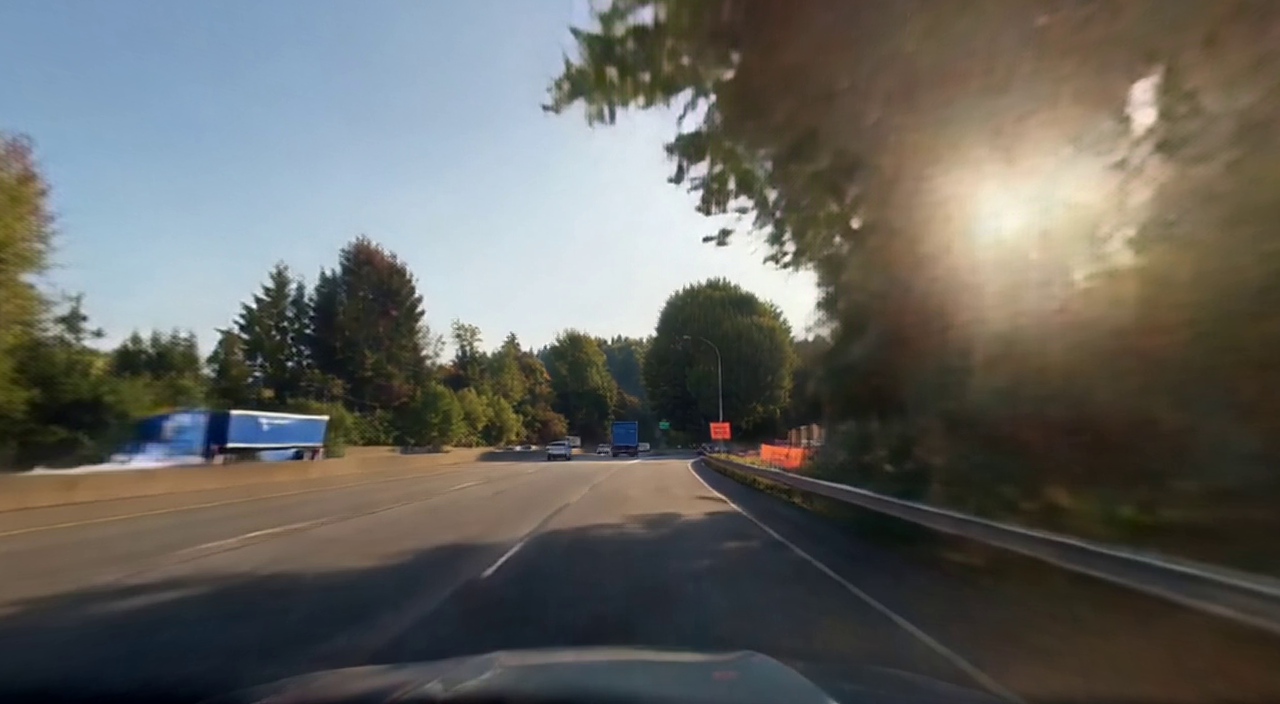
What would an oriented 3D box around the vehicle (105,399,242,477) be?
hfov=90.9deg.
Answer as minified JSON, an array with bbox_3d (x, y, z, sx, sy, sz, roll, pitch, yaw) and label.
[{"bbox_3d":[-26.490,4.999,36.216,2.955,4.035,5.980,-1,-9,2],"label":"vehicle"}]
